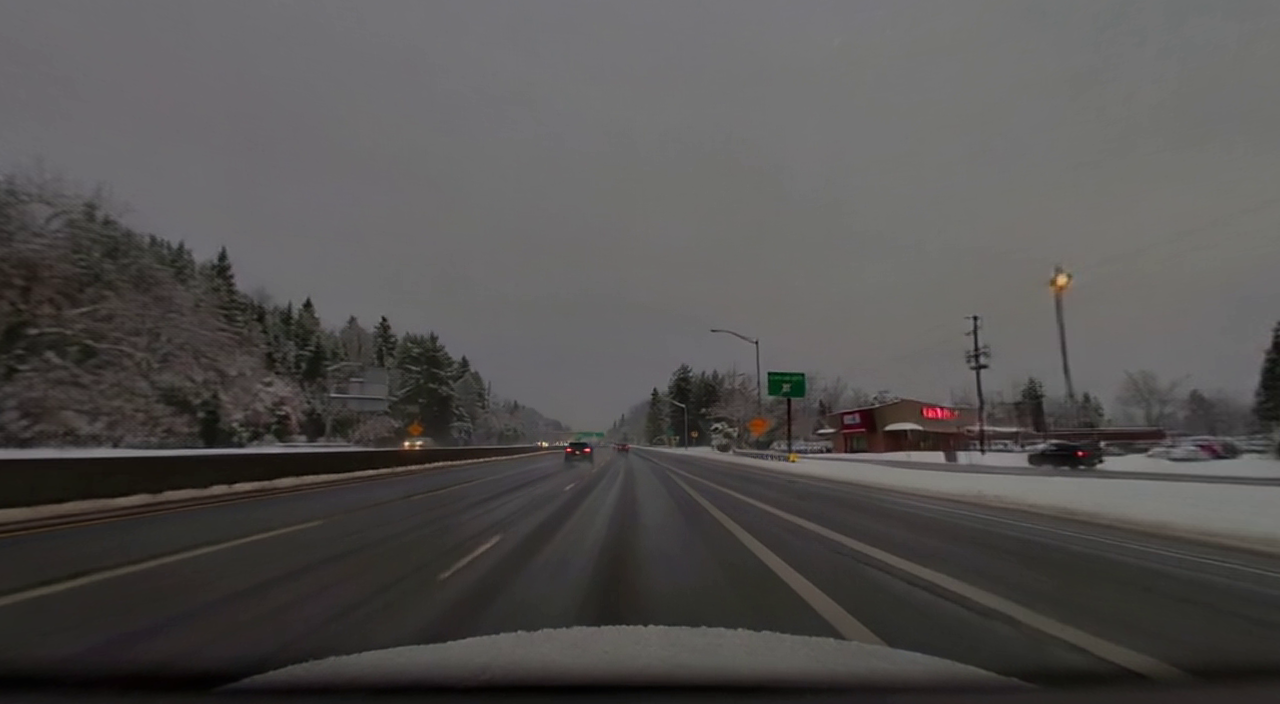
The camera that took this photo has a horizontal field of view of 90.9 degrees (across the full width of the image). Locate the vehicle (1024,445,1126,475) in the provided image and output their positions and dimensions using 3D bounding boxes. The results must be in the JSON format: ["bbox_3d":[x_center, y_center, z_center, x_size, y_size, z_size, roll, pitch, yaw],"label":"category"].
[{"bbox_3d":[26.988,6.692,39.422,1.972,1.749,5.464,1,-8,-7],"label":"vehicle"}]
